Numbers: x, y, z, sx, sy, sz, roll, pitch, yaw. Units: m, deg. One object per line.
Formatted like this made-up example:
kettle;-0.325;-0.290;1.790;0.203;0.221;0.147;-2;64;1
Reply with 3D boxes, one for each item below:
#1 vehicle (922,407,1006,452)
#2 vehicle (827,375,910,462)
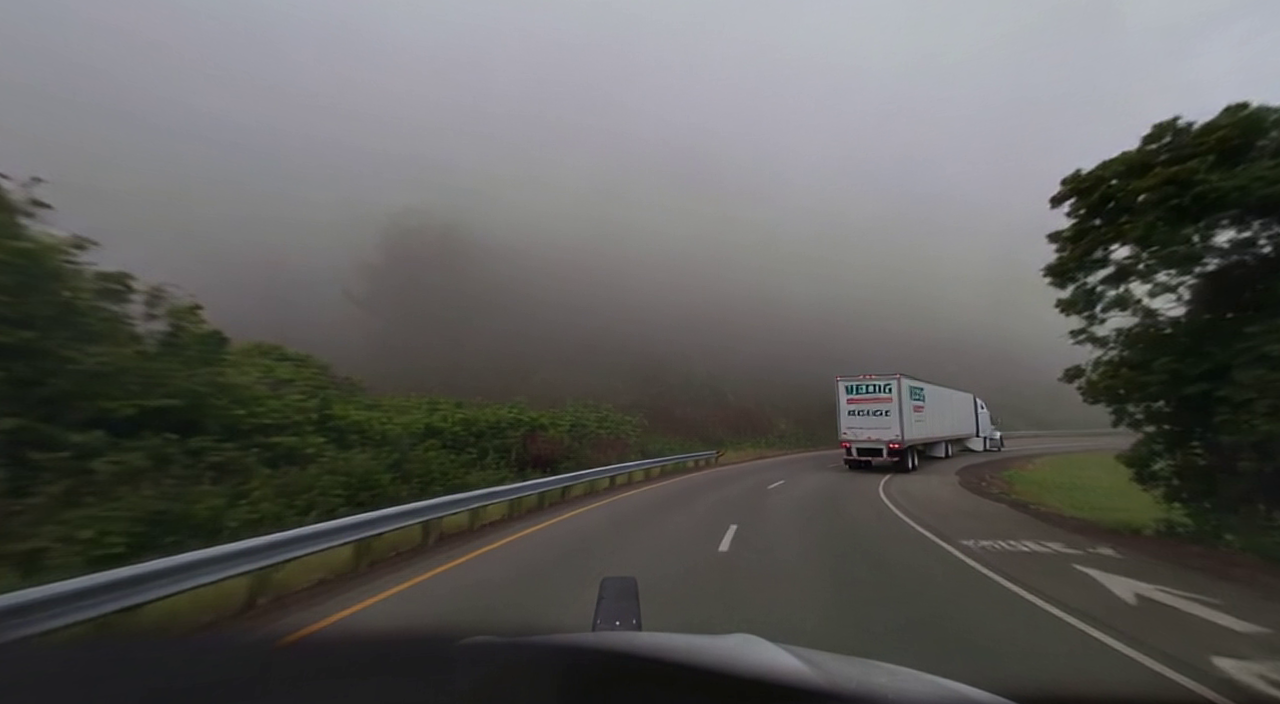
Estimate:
vehicle;19.890;4.758;38.397;6.650;2.524;2.120;7;-10;-41
vehicle;10.817;3.178;29.650;2.963;3.771;3.137;-4;-9;30
